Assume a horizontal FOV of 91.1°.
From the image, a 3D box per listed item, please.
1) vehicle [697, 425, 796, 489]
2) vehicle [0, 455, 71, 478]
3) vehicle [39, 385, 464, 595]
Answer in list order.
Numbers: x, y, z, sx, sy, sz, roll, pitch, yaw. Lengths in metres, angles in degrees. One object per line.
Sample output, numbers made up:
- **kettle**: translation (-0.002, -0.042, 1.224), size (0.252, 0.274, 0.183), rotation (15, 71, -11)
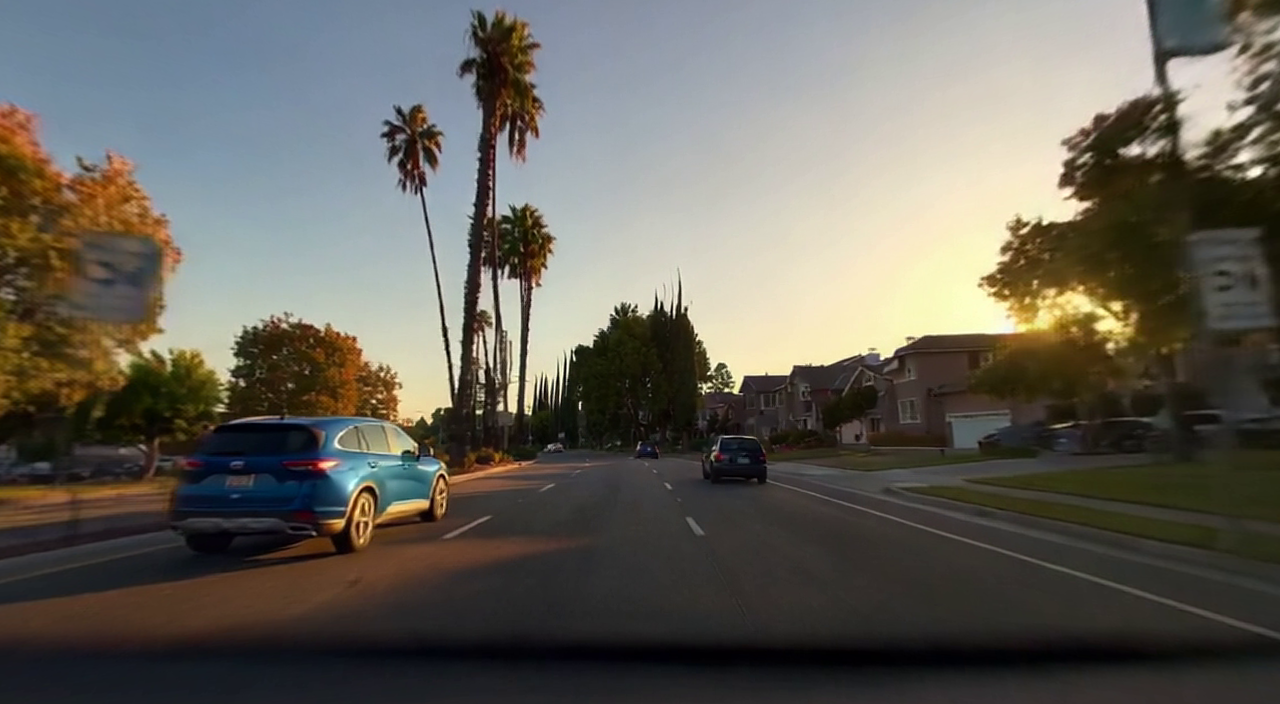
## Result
- **vehicle**: translation (3.230, 3.306, 20.162), size (2.195, 1.804, 4.658), rotation (0, -8, -2)
- **vehicle**: translation (-37.704, 7.052, 38.751), size (3.347, 1.368, 1.745), rotation (0, -8, -2)
- **vehicle**: translation (-3.984, 1.514, 7.814), size (2.150, 1.768, 4.868), rotation (0, -8, 0)
